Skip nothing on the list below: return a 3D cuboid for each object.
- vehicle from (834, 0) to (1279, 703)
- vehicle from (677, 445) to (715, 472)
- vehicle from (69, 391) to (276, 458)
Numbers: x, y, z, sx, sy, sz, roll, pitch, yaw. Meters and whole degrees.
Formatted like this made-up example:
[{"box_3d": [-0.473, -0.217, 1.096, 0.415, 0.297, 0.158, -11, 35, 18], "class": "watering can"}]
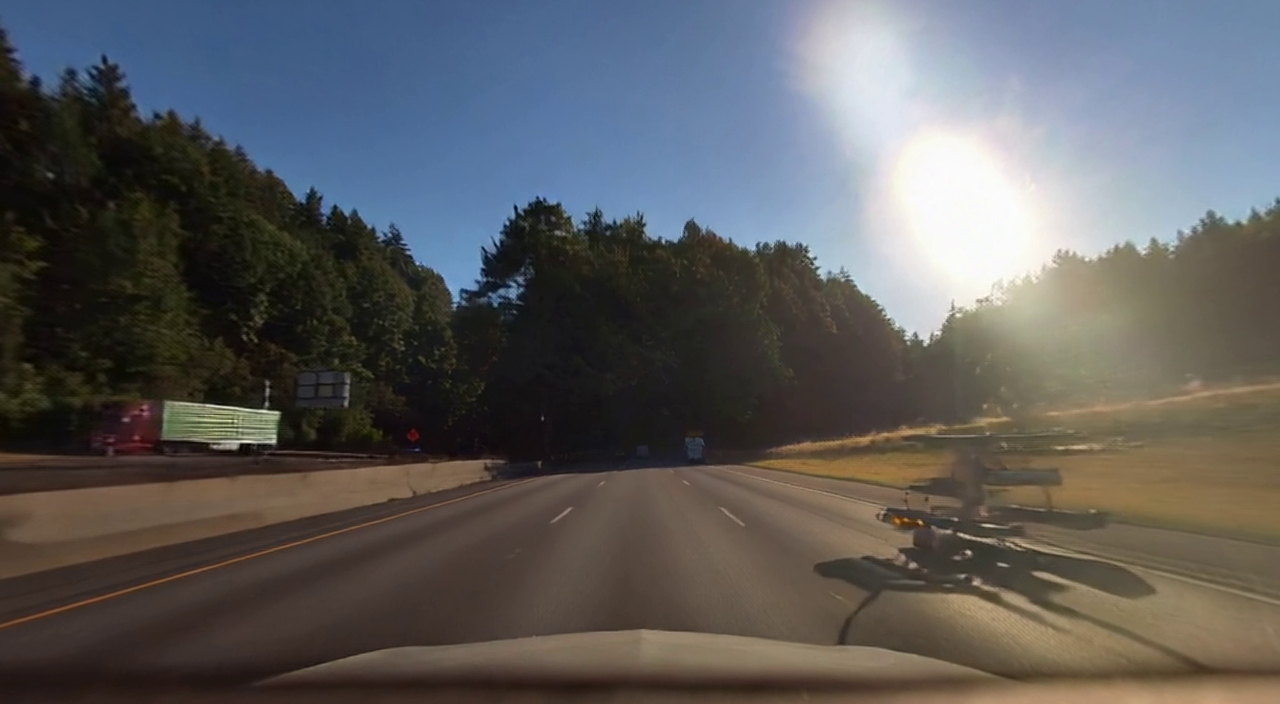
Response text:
[{"box_3d": [4.563, -0.810, 0.810, 3.115, 4.407, 17.026, 0, -9, 0], "class": "vehicle"}, {"box_3d": [3.489, 6.698, 39.878, 2.019, 1.601, 3.953, 0, -9, 0], "class": "vehicle"}, {"box_3d": [-34.286, 5.776, 47.934, 2.818, 4.231, 15.097, -1, -9, 6], "class": "vehicle"}]
